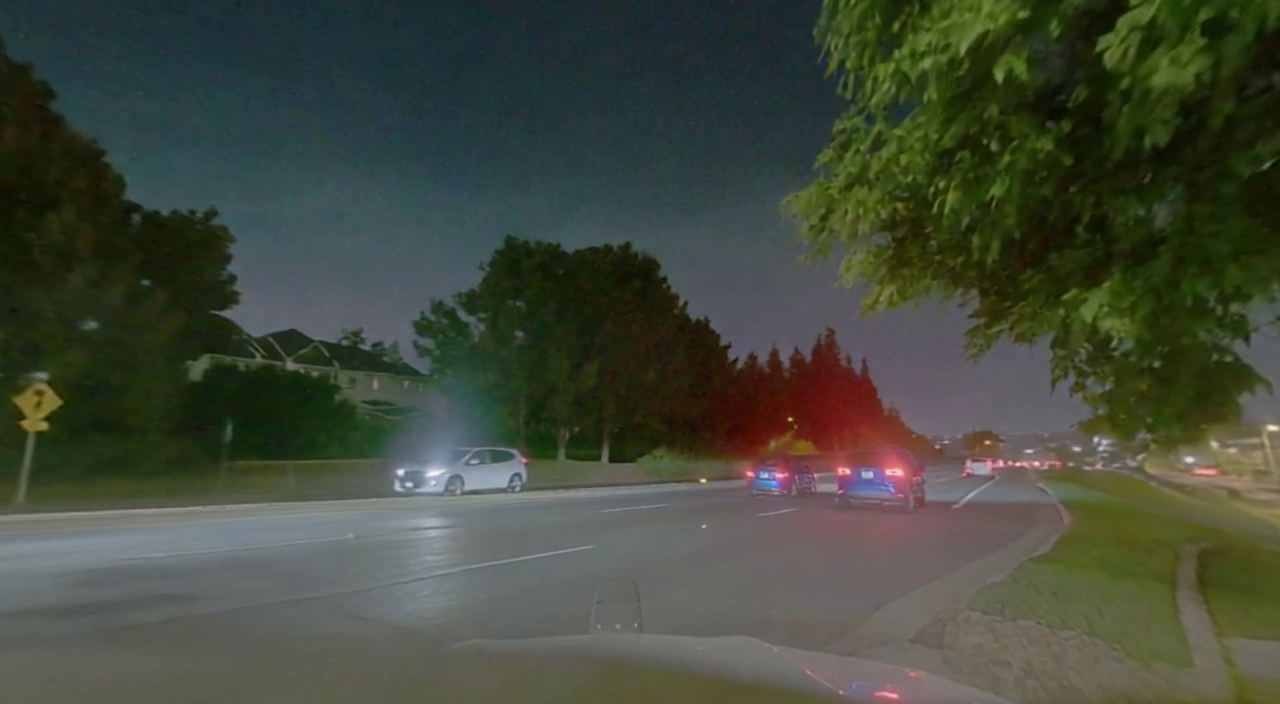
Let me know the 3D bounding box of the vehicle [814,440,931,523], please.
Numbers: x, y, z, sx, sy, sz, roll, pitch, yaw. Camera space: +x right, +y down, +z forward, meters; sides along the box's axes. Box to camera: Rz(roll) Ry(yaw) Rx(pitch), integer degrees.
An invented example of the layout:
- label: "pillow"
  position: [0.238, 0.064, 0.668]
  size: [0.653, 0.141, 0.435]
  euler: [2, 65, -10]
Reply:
- label: "vehicle"
  position: [6.232, 3.265, 16.604]
  size: [2.125, 1.830, 4.370]
  euler: [-5, -10, 29]

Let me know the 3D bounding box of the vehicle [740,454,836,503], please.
- label: "vehicle"
  position: [5.762, 4.758, 24.170]
  size: [2.123, 1.592, 4.505]
  euler: [-6, -10, 32]

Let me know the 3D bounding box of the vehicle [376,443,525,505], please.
- label: "vehicle"
  position: [-6.240, 4.004, 21.329]
  size: [1.973, 1.826, 4.538]
  euler: [-6, -10, 33]
